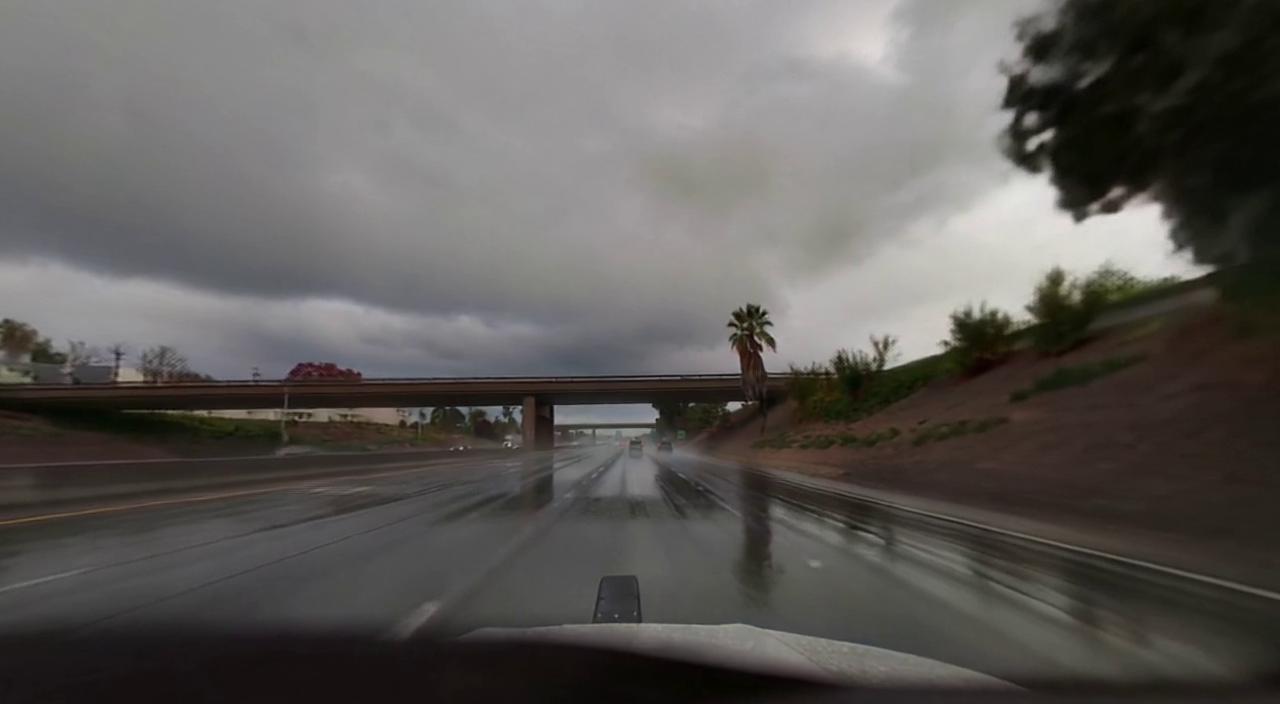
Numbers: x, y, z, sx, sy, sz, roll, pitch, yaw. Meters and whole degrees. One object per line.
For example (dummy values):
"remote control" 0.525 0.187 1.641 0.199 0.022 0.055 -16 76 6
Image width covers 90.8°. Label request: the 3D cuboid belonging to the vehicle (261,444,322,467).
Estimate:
"vehicle" -25.110 7.446 45.679 1.847 1.534 4.527 0 -8 0
